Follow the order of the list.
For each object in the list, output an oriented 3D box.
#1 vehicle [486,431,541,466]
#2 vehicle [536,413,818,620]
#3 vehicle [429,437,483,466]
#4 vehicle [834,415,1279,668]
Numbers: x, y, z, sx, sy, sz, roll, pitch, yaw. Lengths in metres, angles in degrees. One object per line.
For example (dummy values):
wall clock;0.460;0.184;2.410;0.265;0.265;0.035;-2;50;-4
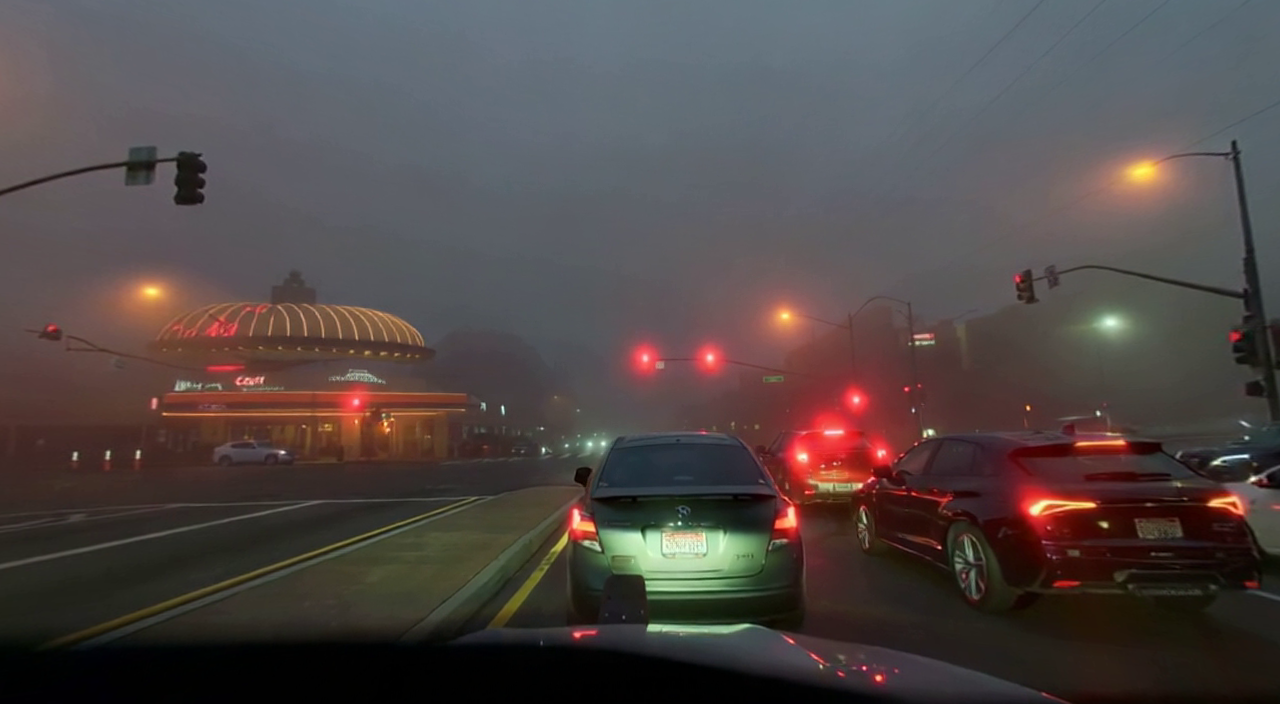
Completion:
vehicle;-8.799;6.718;44.576;2.710;2.022;5.889;-2;-5;0
vehicle;0.217;1.494;6.653;2.073;1.496;3.892;0;-8;-2
vehicle;-12.101;6.574;41.799;2.122;1.829;4.559;0;-8;0
vehicle;3.511;1.447;6.032;1.883;1.480;4.489;0;-8;0
